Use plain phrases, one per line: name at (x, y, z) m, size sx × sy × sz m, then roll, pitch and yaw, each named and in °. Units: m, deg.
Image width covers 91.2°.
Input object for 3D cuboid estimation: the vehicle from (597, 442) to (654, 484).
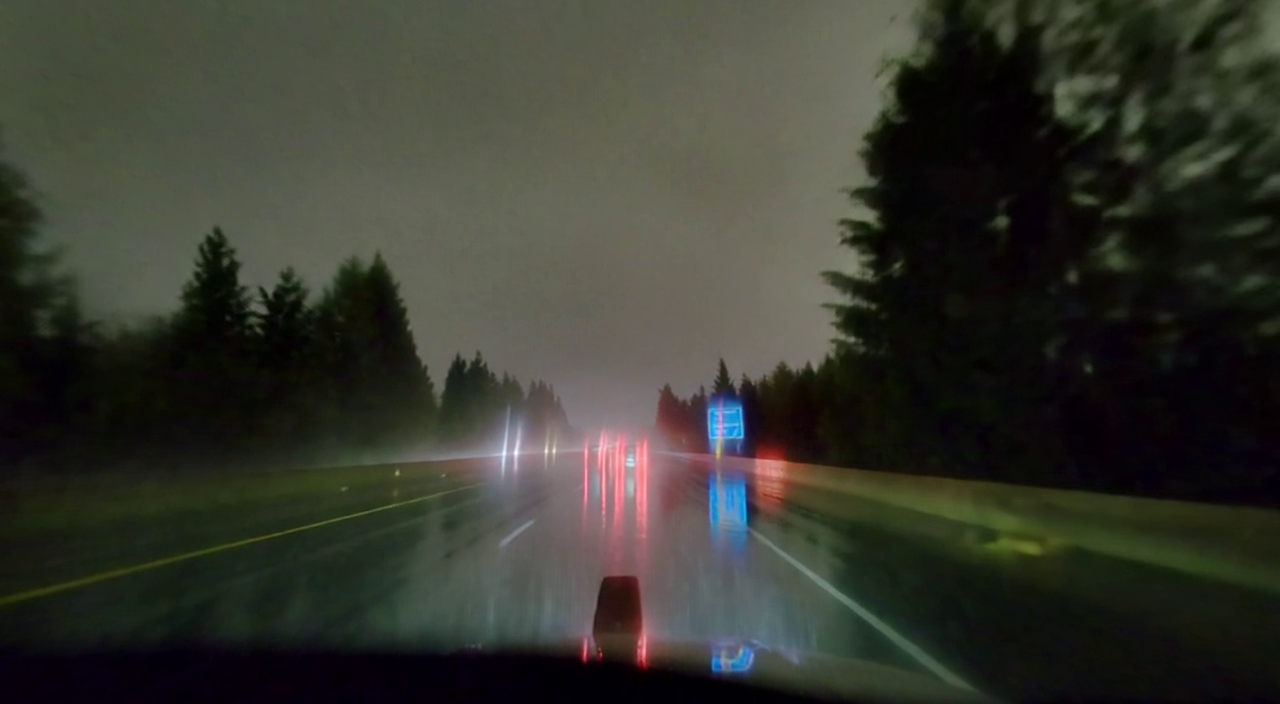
vehicle at (-0.549, 4.321, 24.694) m, size 2.066 × 1.490 × 3.759 m, roll -1°, pitch -9°, yaw 0°
